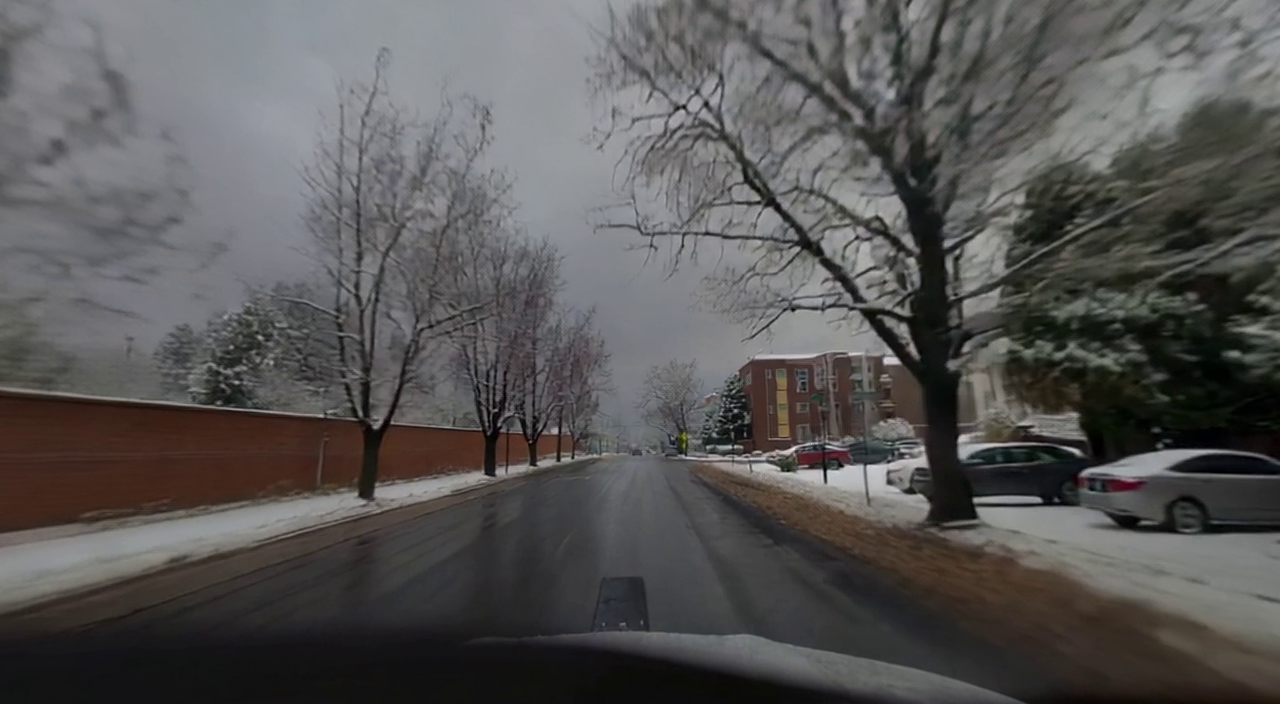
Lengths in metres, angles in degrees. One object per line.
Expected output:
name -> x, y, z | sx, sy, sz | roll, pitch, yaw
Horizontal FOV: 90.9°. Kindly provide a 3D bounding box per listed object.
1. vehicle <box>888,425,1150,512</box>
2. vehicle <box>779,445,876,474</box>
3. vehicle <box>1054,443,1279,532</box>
vehicle -> 10.036, 3.101, 17.181 | 5.544, 2.115, 2.380 | 0, -8, 2
vehicle -> 9.682, 5.586, 32.755 | 4.309, 1.442, 2.145 | 0, -10, -1
vehicle -> 11.008, 2.510, 12.040 | 4.617, 1.501, 2.151 | -1, -9, 1
